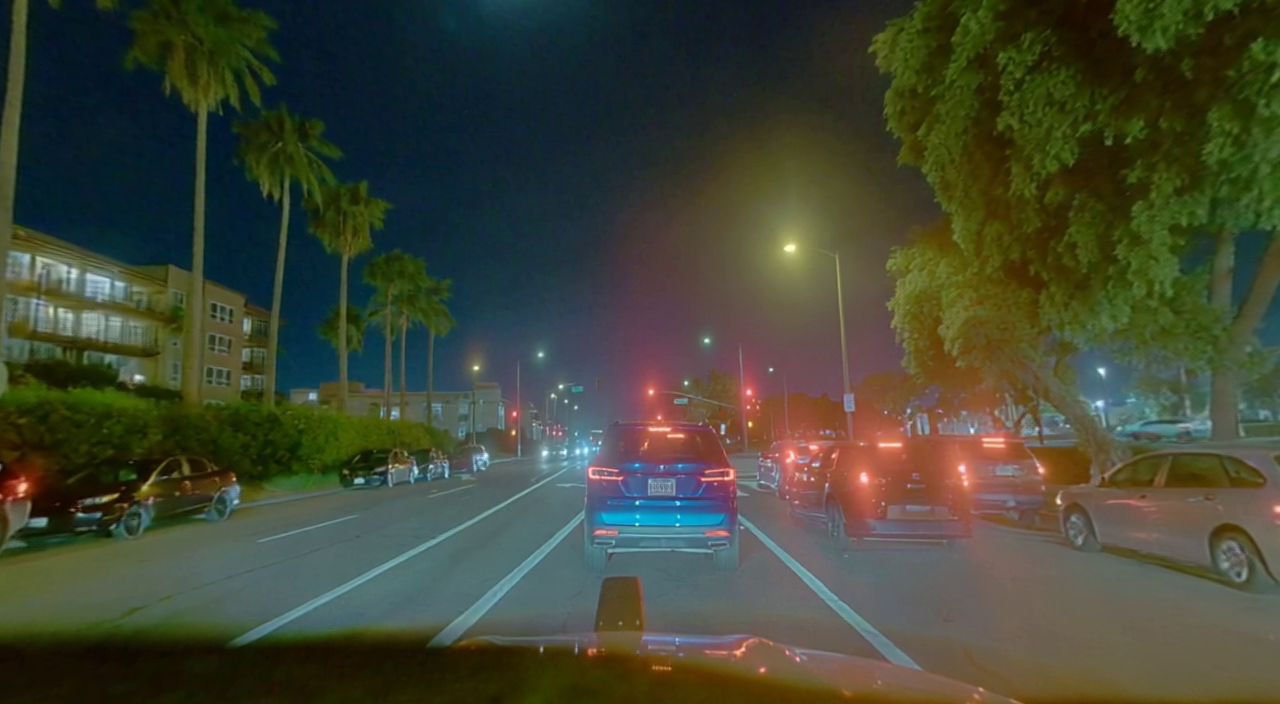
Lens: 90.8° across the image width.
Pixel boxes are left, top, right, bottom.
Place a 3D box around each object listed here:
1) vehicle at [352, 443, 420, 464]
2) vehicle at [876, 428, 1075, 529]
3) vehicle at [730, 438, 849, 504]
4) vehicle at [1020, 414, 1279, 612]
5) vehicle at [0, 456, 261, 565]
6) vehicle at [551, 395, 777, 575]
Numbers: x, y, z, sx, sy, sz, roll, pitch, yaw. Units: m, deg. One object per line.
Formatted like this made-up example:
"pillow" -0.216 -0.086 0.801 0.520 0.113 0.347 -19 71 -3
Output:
"vehicle" -18.726 7.490 46.653 1.759 1.457 4.297 -7 -11 38
"vehicle" 6.669 2.527 13.235 1.930 1.736 4.329 -1 -8 3
"vehicle" 3.747 3.058 16.725 2.021 1.480 4.402 0 -8 0
"vehicle" 6.434 1.594 6.928 1.935 1.672 4.139 0 -8 1
"vehicle" -9.580 2.806 11.896 2.054 1.467 4.595 -3 -8 0
"vehicle" 0.258 1.658 8.562 2.264 1.798 4.258 0 -8 1
